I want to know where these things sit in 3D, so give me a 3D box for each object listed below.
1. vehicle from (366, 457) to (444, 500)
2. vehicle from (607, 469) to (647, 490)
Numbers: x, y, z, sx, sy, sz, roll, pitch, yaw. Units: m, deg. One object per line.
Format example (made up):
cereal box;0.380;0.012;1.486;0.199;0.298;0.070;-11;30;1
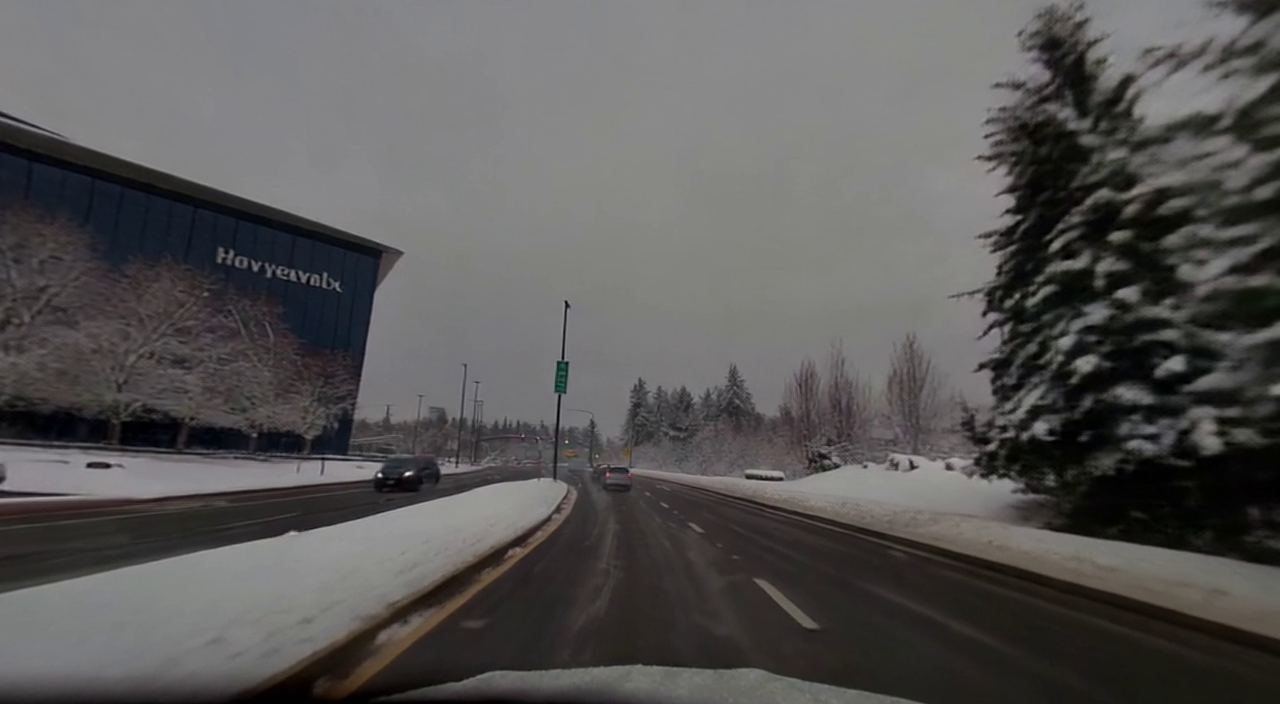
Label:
vehicle;-9.043;4.900;24.523;1.916;1.516;3.970;2;-11;-7
vehicle;-0.823;7.580;37.483;1.775;1.186;2.933;3;-11;-13
